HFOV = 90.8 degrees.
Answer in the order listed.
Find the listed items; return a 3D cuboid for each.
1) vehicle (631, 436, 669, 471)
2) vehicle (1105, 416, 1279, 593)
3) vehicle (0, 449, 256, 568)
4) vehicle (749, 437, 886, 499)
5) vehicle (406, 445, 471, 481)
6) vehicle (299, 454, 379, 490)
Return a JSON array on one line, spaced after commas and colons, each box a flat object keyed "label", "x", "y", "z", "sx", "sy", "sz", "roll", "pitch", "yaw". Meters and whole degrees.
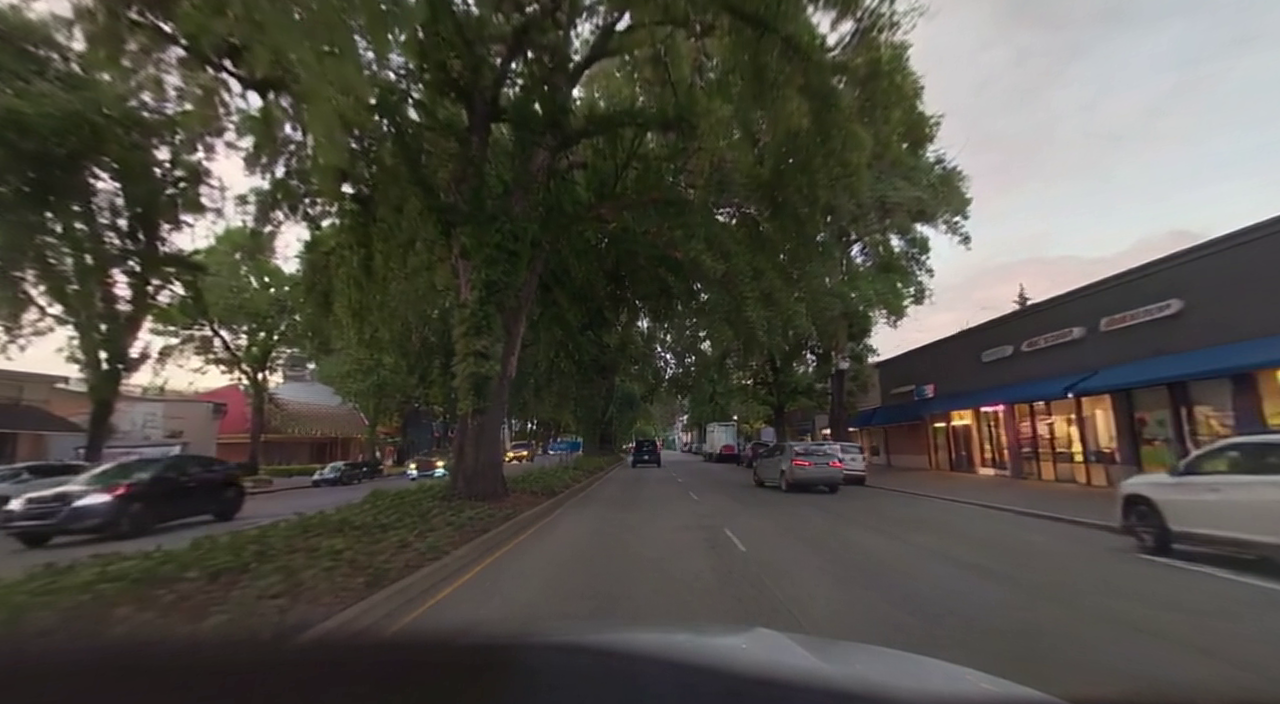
[{"label": "vehicle", "x": 0.658, "y": 6.388, "z": 39.843, "sx": 2.293, "sy": 2.036, "sz": 4.853, "roll": 0, "pitch": -9, "yaw": 2}, {"label": "vehicle", "x": 7.290, "y": 1.498, "z": 6.227, "sx": 2.004, "sy": 1.714, "sz": 4.356, "roll": 0, "pitch": -9, "yaw": -1}, {"label": "vehicle", "x": -8.598, "y": 2.370, "z": 10.344, "sx": 1.982, "sy": 1.505, "sz": 4.065, "roll": 0, "pitch": -9, "yaw": 1}, {"label": "vehicle", "x": 5.372, "y": 3.568, "z": 19.964, "sx": 2.114, "sy": 1.697, "sz": 4.739, "roll": 2, "pitch": -9, "yaw": -13}, {"label": "vehicle", "x": -11.505, "y": 6.342, "z": 36.432, "sx": 2.127, "sy": 1.909, "sz": 4.830, "roll": 0, "pitch": -9, "yaw": 0}, {"label": "vehicle", "x": -15.870, "y": 6.319, "z": 33.587, "sx": 1.950, "sy": 1.740, "sz": 4.433, "roll": -1, "pitch": -9, "yaw": 2}]
